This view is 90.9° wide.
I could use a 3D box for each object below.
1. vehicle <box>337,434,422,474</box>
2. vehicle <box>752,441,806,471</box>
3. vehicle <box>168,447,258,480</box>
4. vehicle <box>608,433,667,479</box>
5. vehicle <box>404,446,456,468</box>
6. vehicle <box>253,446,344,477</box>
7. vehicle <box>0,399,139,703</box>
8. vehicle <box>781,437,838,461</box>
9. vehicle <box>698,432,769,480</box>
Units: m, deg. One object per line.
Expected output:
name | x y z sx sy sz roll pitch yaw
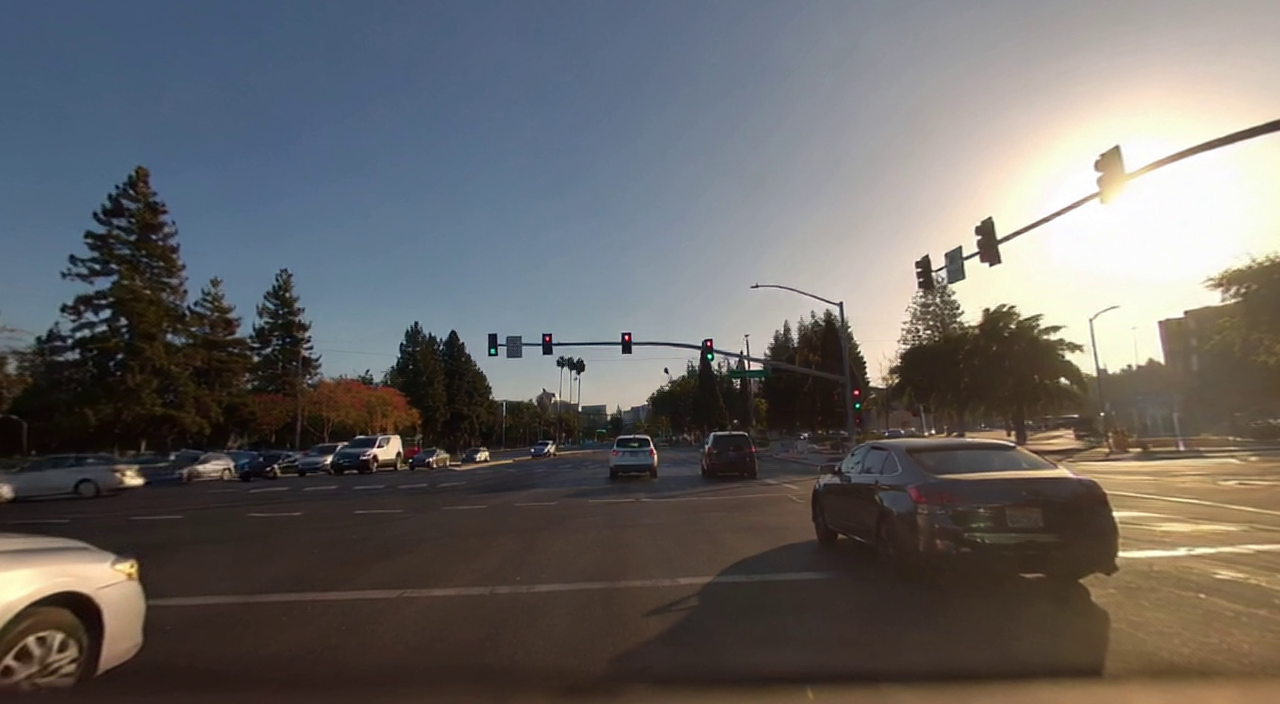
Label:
vehicle | -14.012 5.518 34.282 2.196 1.961 5.359 0 -8 2
vehicle | 7.144 5.362 32.802 1.847 1.432 4.039 0 -8 0
vehicle | -20.798 5.410 30.863 1.800 1.511 3.631 0 -8 1
vehicle | -0.092 4.257 26.026 2.215 1.749 3.976 0 -8 0
vehicle | -14.094 7.050 42.502 1.926 1.325 4.162 0 -8 2
vehicle | -17.566 5.633 32.680 2.086 1.458 4.457 0 -8 2
vehicle | -3.609 0.723 1.037 1.941 1.492 4.399 0 -8 0
vehicle | 13.330 7.695 49.926 2.171 1.786 4.943 2 -9 -14
vehicle | 3.581 4.068 24.889 2.097 1.707 4.461 0 -8 0
